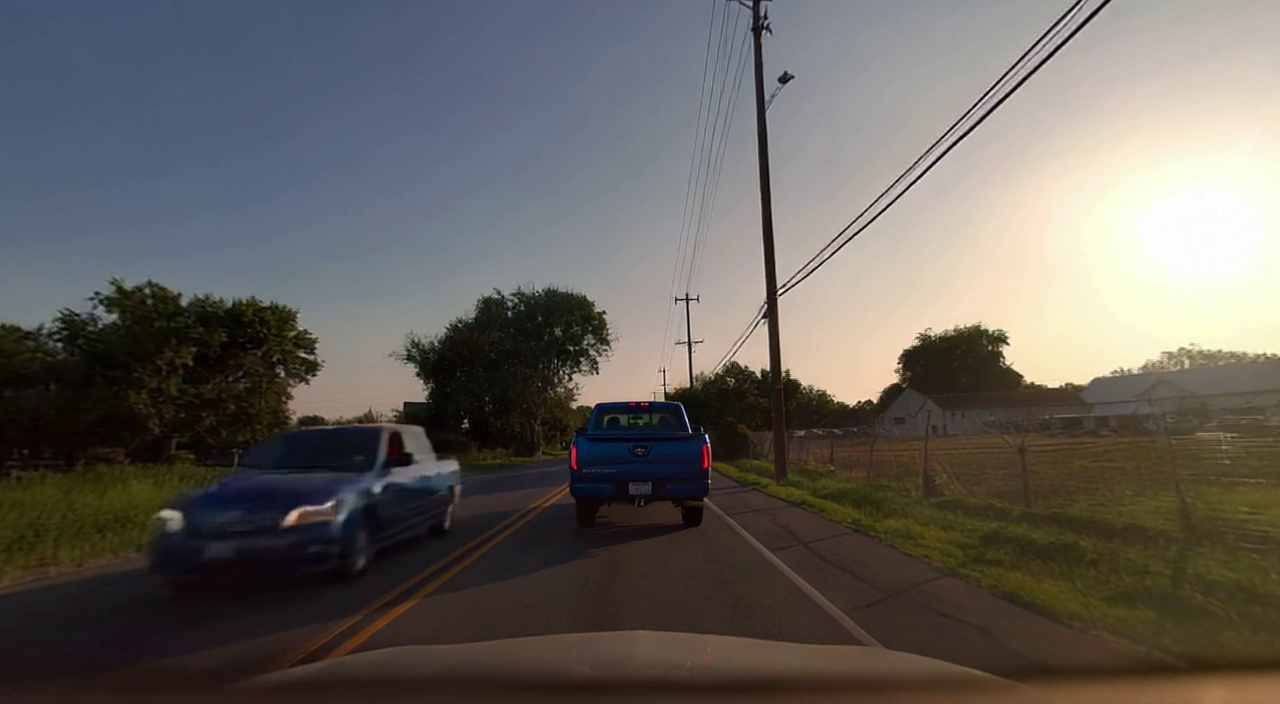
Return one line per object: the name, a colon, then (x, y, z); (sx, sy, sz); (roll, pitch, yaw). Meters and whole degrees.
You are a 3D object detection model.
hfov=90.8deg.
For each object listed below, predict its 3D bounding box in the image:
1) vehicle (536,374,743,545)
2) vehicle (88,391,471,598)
vehicle: (-0.070, 1.830, 11.281); (2.693, 2.223, 5.885); (0, -8, -1)
vehicle: (-3.851, 1.615, 8.047); (2.072, 1.819, 4.707); (0, -8, 0)
